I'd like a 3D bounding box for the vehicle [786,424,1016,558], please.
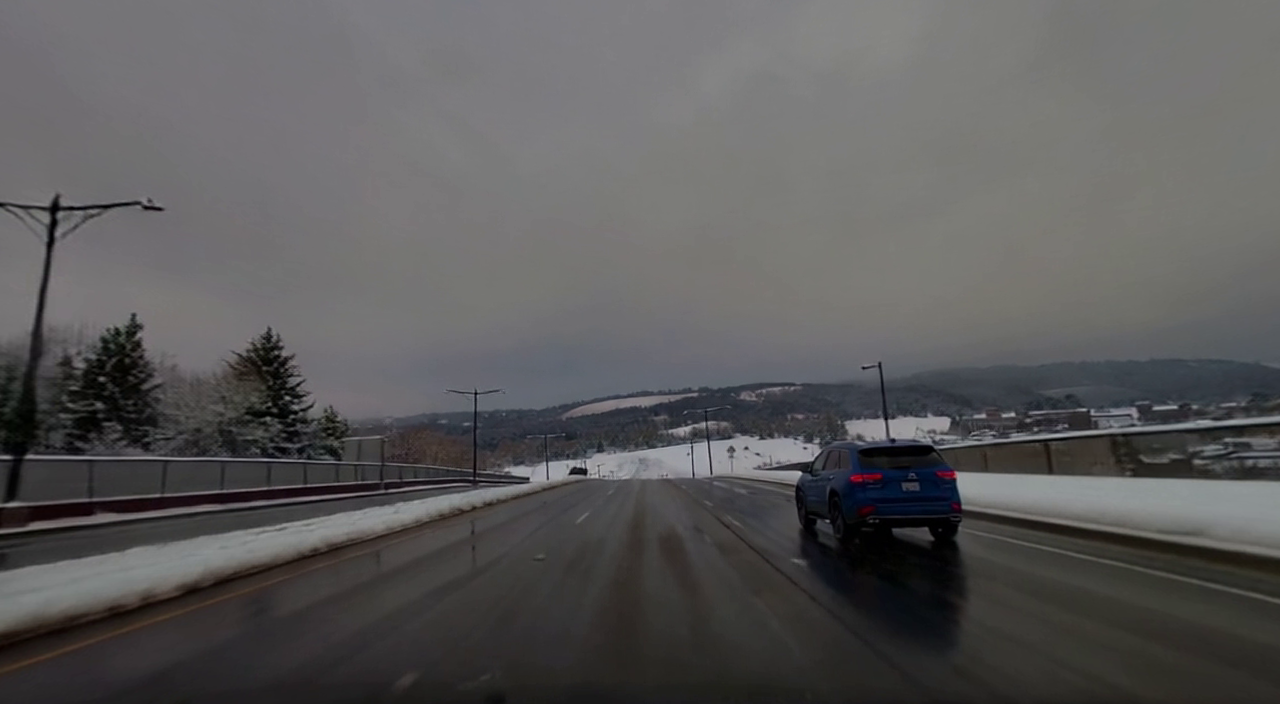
[{"bbox_3d":[3.935,2.161,10.494,1.989,1.730,4.324,0,-9,1],"label":"vehicle"}]
